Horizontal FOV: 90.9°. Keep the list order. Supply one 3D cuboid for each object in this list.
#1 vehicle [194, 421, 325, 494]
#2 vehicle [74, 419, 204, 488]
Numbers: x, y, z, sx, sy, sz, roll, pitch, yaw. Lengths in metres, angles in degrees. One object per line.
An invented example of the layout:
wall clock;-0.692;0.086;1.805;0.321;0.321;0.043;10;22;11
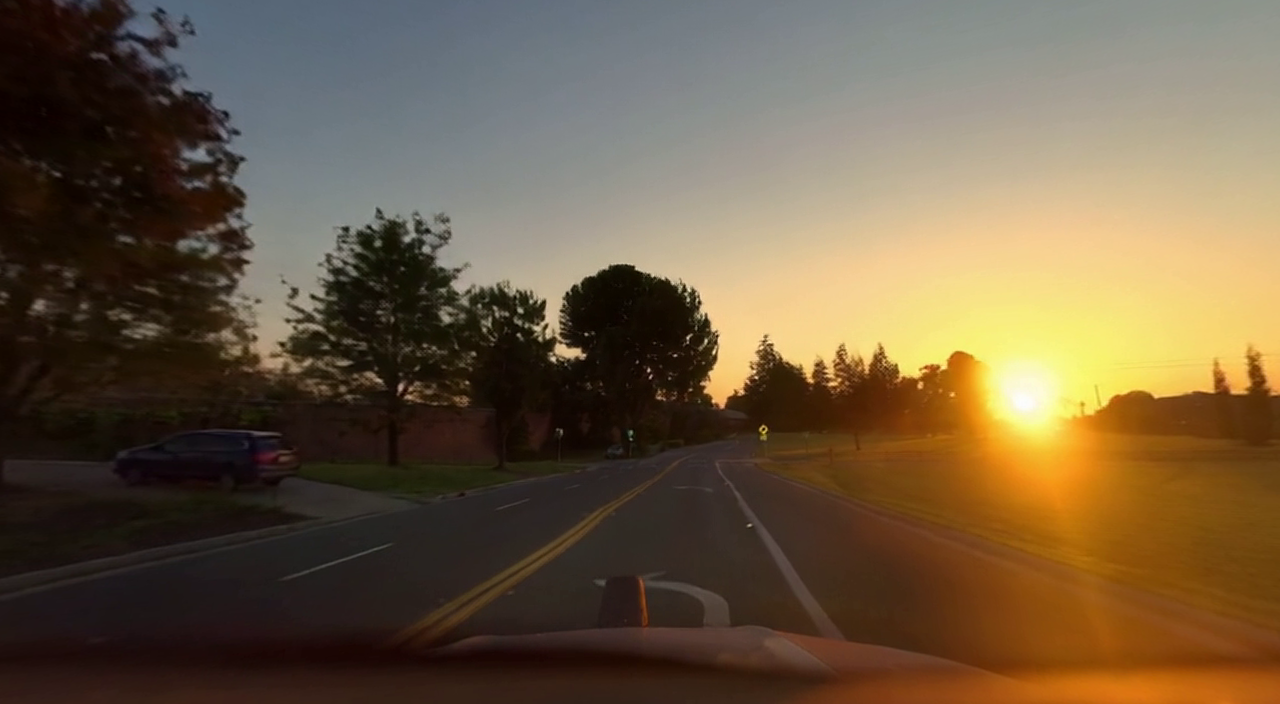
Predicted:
vehicle;-10.868;3.120;18.486;2.244;1.796;5.170;5;-11;-20
vehicle;-14.451;2.941;18.499;2.192;1.740;4.521;5;-10;-29
